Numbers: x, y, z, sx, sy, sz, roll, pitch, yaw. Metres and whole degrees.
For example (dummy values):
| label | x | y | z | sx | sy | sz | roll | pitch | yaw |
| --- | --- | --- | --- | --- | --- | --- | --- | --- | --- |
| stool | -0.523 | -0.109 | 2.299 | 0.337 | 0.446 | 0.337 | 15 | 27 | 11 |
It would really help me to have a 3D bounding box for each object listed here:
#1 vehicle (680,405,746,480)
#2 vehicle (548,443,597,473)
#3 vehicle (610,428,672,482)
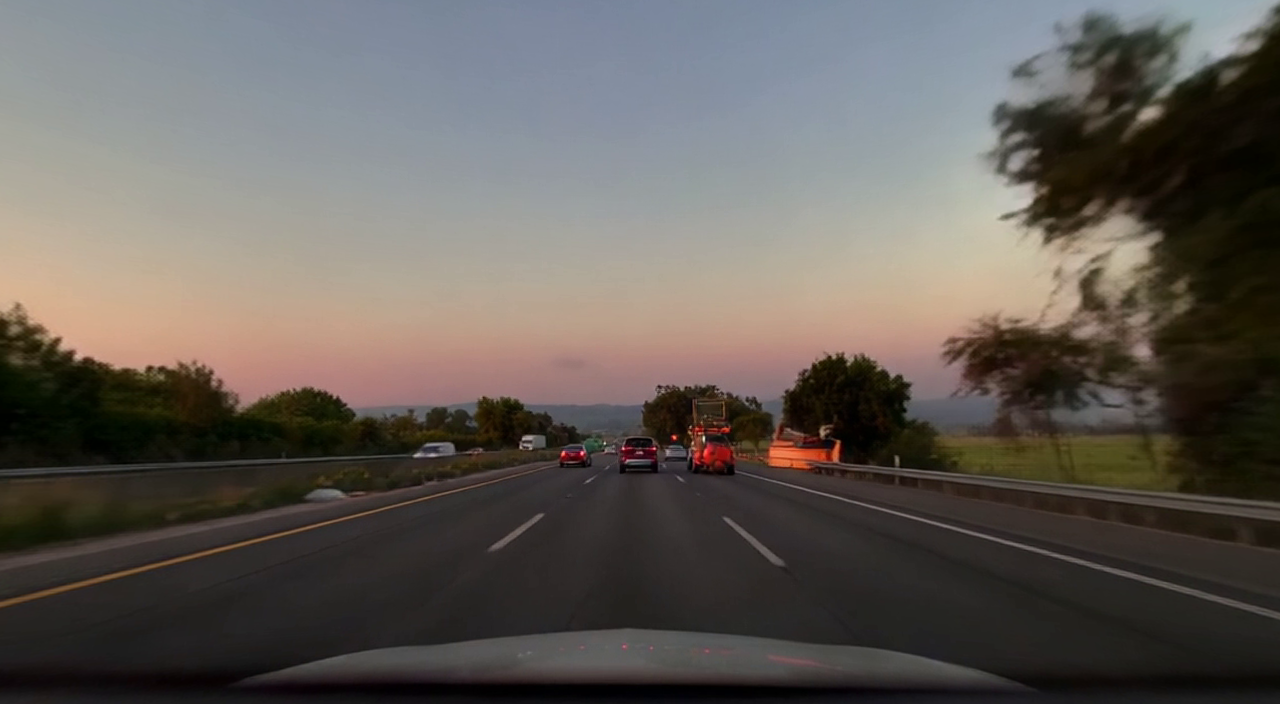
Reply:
| label | x | y | z | sx | sy | sz | roll | pitch | yaw |
| --- | --- | --- | --- | --- | --- | --- | --- | --- | --- |
| vehicle | 4.030 | 5.301 | 36.925 | 2.793 | 3.828 | 9.580 | 0 | -8 | 1 |
| vehicle | -3.542 | 5.697 | 34.105 | 2.096 | 1.469 | 4.319 | 0 | -8 | 1 |
| vehicle | 0.069 | 4.184 | 25.971 | 2.308 | 1.993 | 4.631 | 0 | -8 | 1 |
